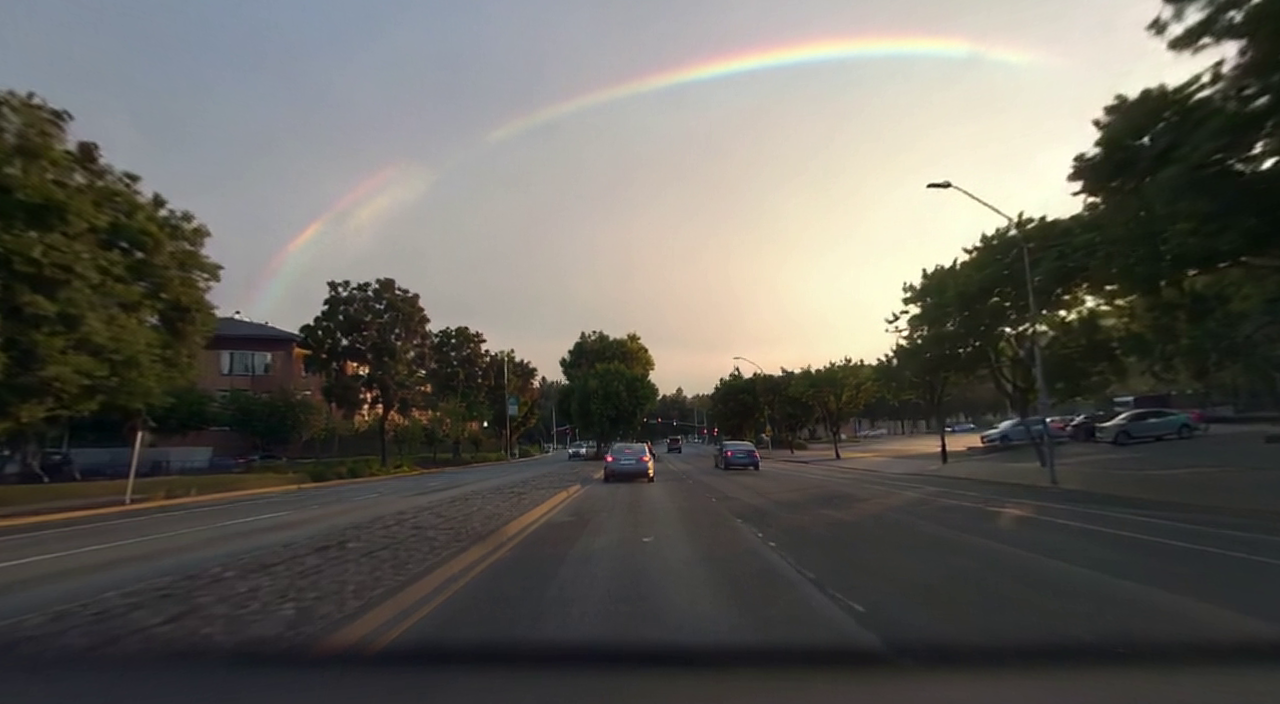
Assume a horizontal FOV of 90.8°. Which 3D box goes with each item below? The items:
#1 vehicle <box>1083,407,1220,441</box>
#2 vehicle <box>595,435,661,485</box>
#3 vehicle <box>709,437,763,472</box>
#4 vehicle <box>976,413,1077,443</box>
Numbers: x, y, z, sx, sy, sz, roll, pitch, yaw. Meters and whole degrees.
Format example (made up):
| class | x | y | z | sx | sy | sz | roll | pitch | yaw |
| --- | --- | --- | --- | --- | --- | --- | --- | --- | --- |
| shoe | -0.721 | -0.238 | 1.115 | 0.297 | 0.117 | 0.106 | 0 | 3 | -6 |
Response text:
| class | x | y | z | sx | sy | sz | roll | pitch | yaw |
| --- | --- | --- | --- | --- | --- | --- | --- | --- | --- |
| vehicle | 22.651 | 3.216 | 28.094 | 4.441 | 1.444 | 1.870 | 0 | -7 | 0 |
| vehicle | -0.378 | 3.850 | 22.824 | 2.181 | 1.639 | 4.127 | 0 | -8 | 1 |
| vehicle | 4.743 | 5.099 | 31.703 | 1.987 | 1.613 | 4.081 | 0 | -8 | -1 |
| vehicle | 22.356 | 4.430 | 36.658 | 4.531 | 1.432 | 1.949 | -3 | -8 | -1 |
